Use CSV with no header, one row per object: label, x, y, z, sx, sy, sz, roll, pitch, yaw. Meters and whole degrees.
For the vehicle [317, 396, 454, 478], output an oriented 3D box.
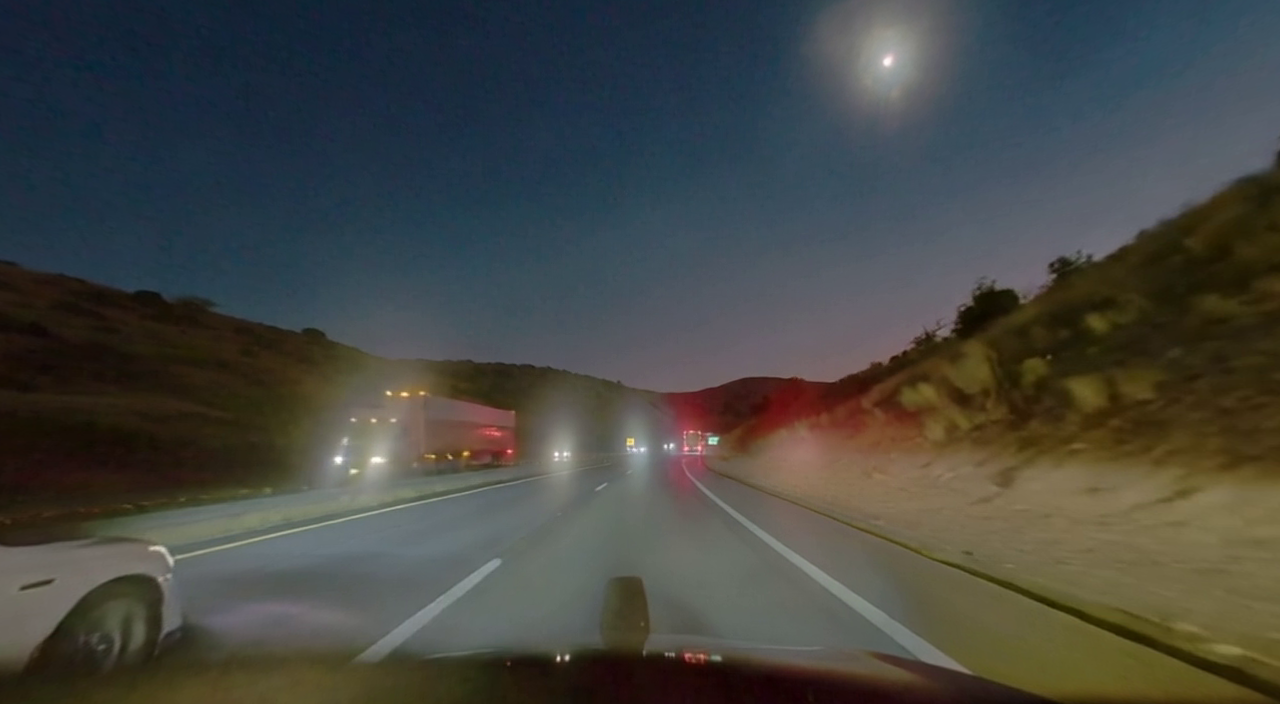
vehicle,-12.597,4.441,32.372,3.043,3.571,8.922,0,-9,2
